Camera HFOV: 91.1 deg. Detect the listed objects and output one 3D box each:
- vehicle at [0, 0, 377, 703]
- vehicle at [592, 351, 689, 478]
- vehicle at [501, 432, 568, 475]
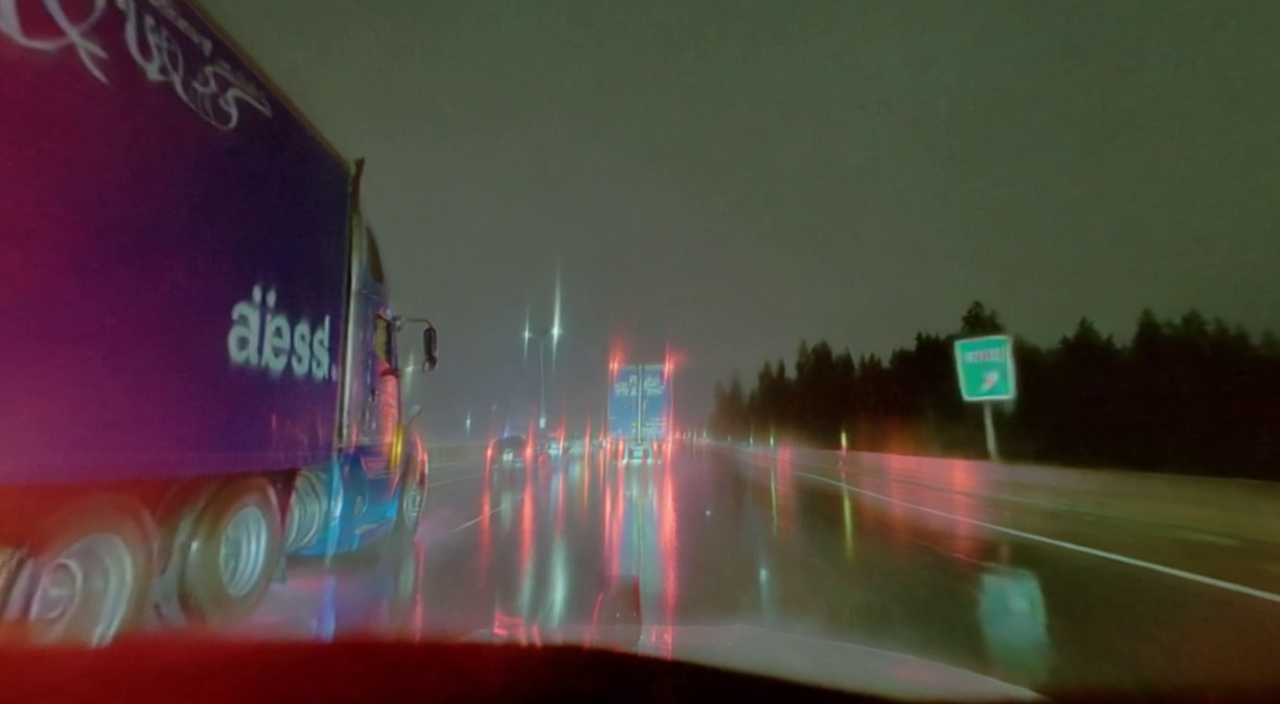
[{"bbox_3d":[-4.270,-0.159,3.715,3.007,4.031,6.044,0,-7,-3],"label":"vehicle"},{"bbox_3d":[-0.169,2.715,25.741,3.118,4.106,10.719,0,-8,-2],"label":"vehicle"},{"bbox_3d":[-3.974,3.874,24.329,1.933,1.492,3.838,0,-8,0],"label":"vehicle"}]
